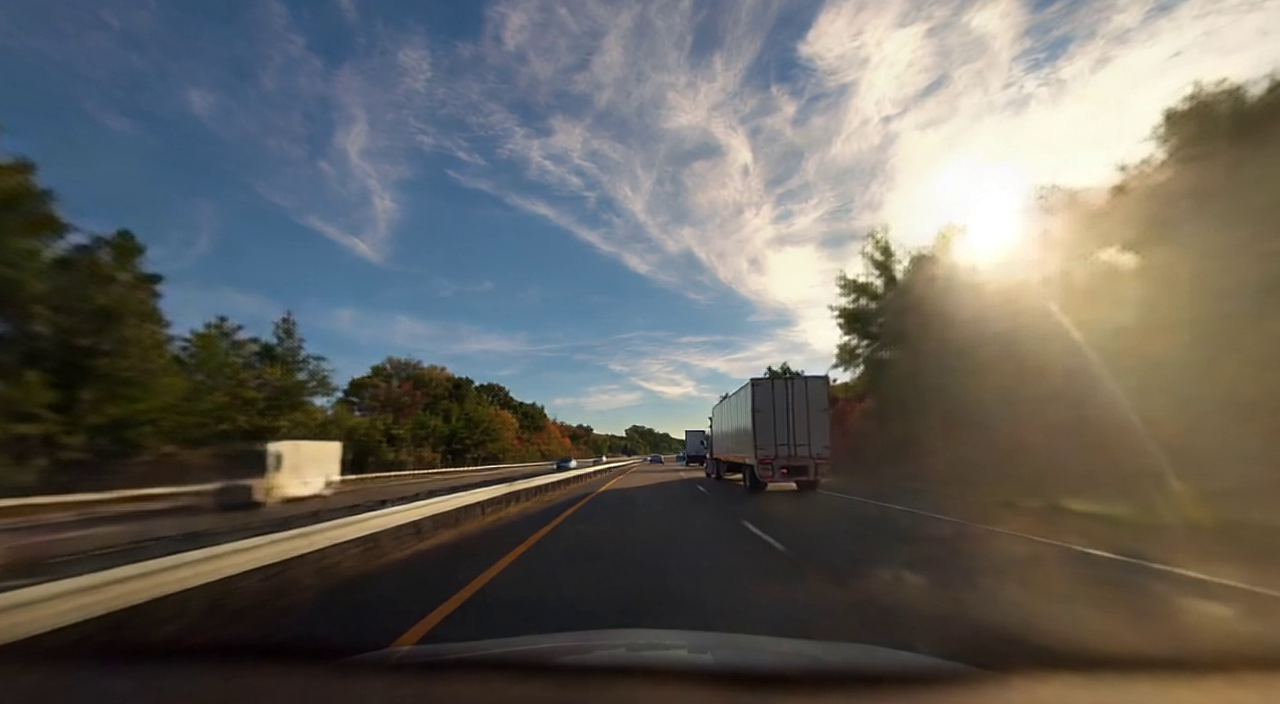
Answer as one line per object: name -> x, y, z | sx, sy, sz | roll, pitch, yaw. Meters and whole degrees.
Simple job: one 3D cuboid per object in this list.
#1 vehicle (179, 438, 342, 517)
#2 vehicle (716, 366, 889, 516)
vehicle -> -12.823, 4.229, 21.863 | 2.199, 2.357, 5.256 | 0, -9, 2
vehicle -> 4.552, 3.009, 20.907 | 2.866, 3.558, 11.674 | 0, -9, 1
